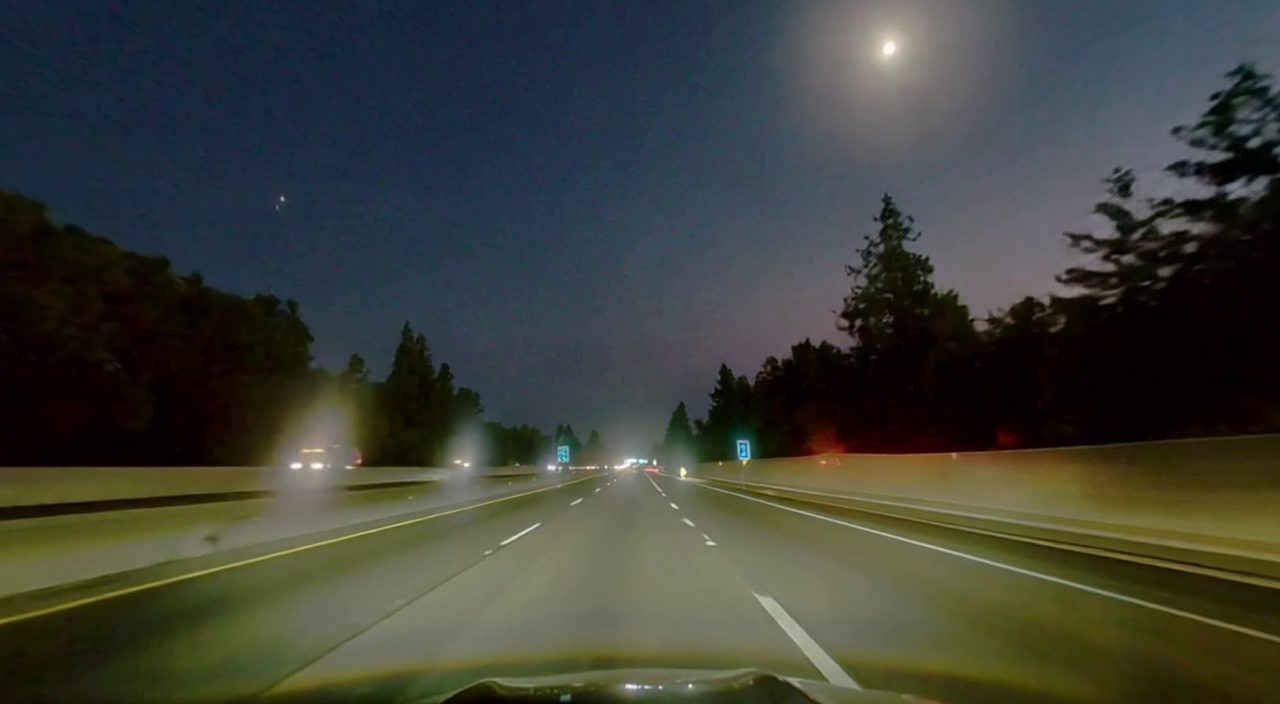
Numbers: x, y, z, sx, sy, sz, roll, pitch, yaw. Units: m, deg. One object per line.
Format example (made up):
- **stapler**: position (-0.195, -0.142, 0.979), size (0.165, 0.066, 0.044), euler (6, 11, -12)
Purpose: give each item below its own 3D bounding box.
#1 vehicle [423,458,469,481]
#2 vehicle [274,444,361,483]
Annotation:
- **vehicle**: position (-13.587, 8.282, 44.323), size (1.892, 1.505, 3.912), euler (1, -10, 0)
- **vehicle**: position (-17.318, 6.055, 34.149), size (2.202, 1.949, 4.821), euler (1, -10, -1)
